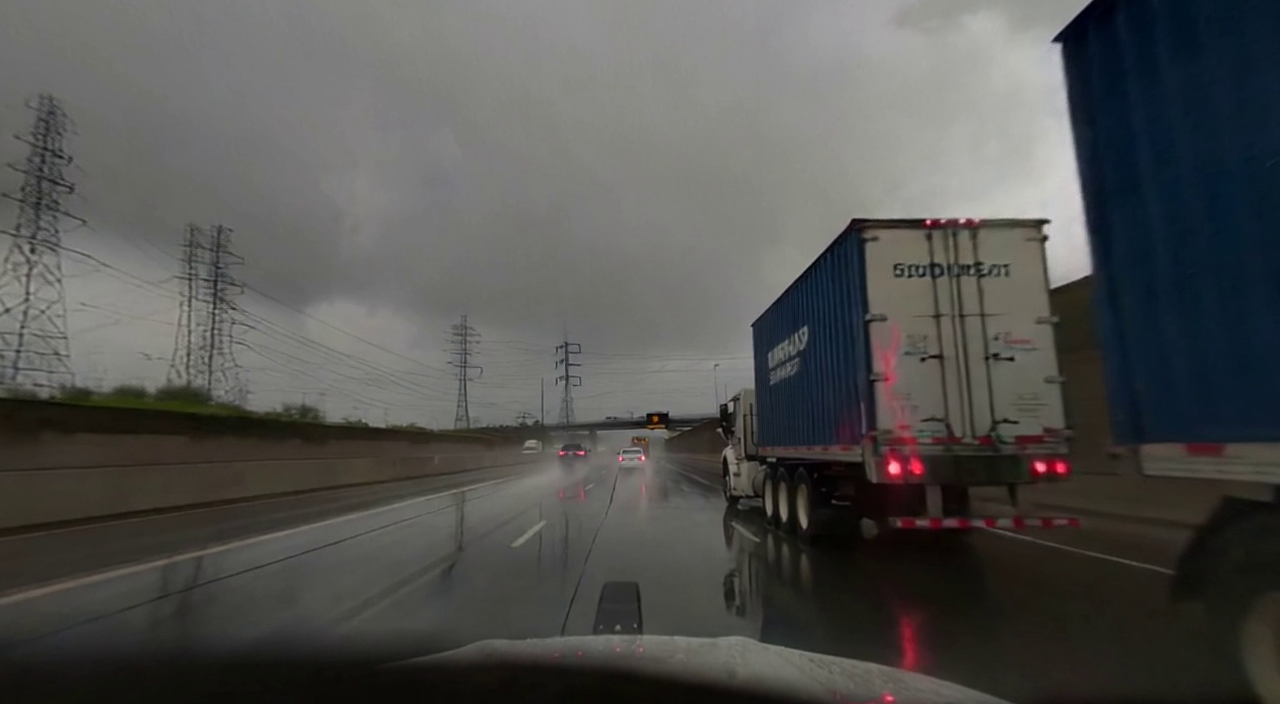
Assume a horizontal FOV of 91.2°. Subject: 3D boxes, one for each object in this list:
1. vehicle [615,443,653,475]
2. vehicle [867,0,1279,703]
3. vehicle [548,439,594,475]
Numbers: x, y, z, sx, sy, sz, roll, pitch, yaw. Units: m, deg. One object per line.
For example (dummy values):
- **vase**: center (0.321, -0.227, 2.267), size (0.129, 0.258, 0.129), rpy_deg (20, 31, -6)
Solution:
- **vehicle**: center (-0.354, 5.944, 35.010), size (2.004, 1.615, 4.113), rpy_deg (0, -9, 0)
- **vehicle**: center (3.942, -0.290, 2.485), size (2.859, 3.917, 8.481), rpy_deg (-1, -9, 0)
- **vehicle**: center (-3.910, 6.060, 36.360), size (2.077, 1.884, 4.961), rpy_deg (0, -9, 0)
